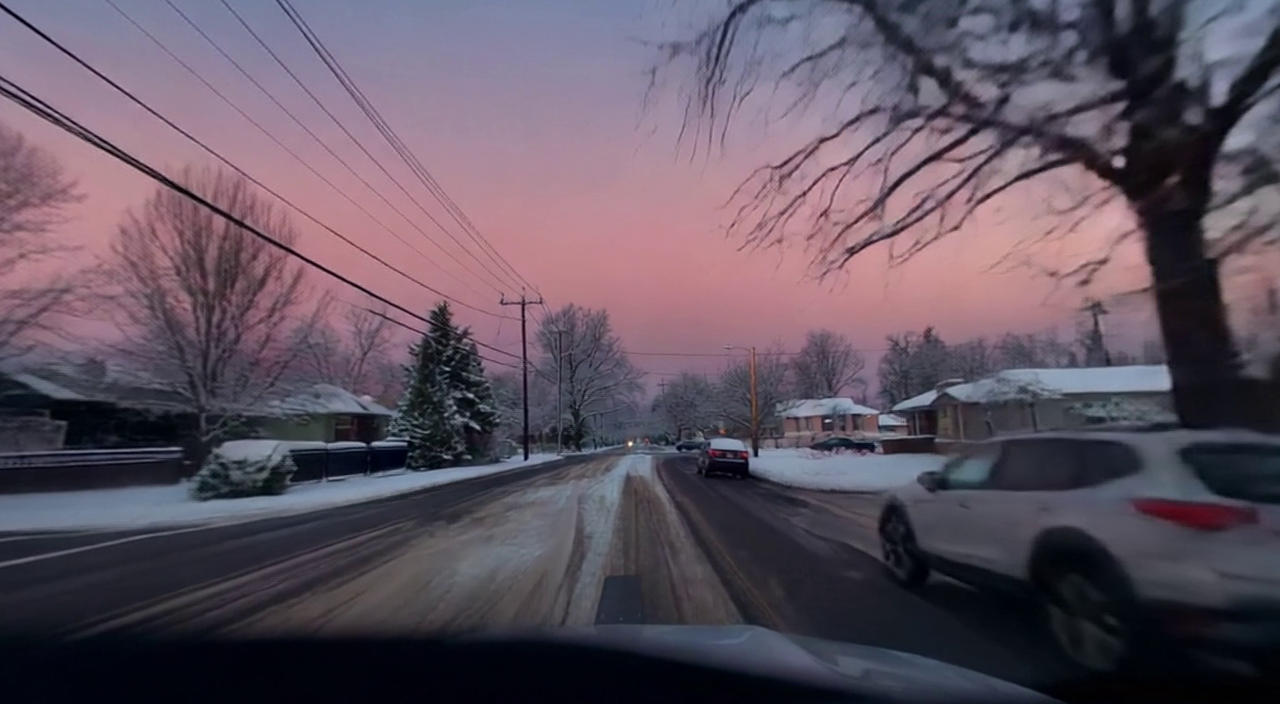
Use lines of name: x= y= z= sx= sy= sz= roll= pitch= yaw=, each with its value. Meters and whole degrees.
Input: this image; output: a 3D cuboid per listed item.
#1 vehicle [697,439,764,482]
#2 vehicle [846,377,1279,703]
vehicle: x=3.573 y=4.354 z=25.682 sx=2.012 sy=1.531 sz=4.557 roll=1 pitch=-9 yaw=-1
vehicle: x=3.750 y=1.345 z=5.625 sx=2.134 sy=1.720 sz=4.515 roll=1 pitch=-9 yaw=-2
